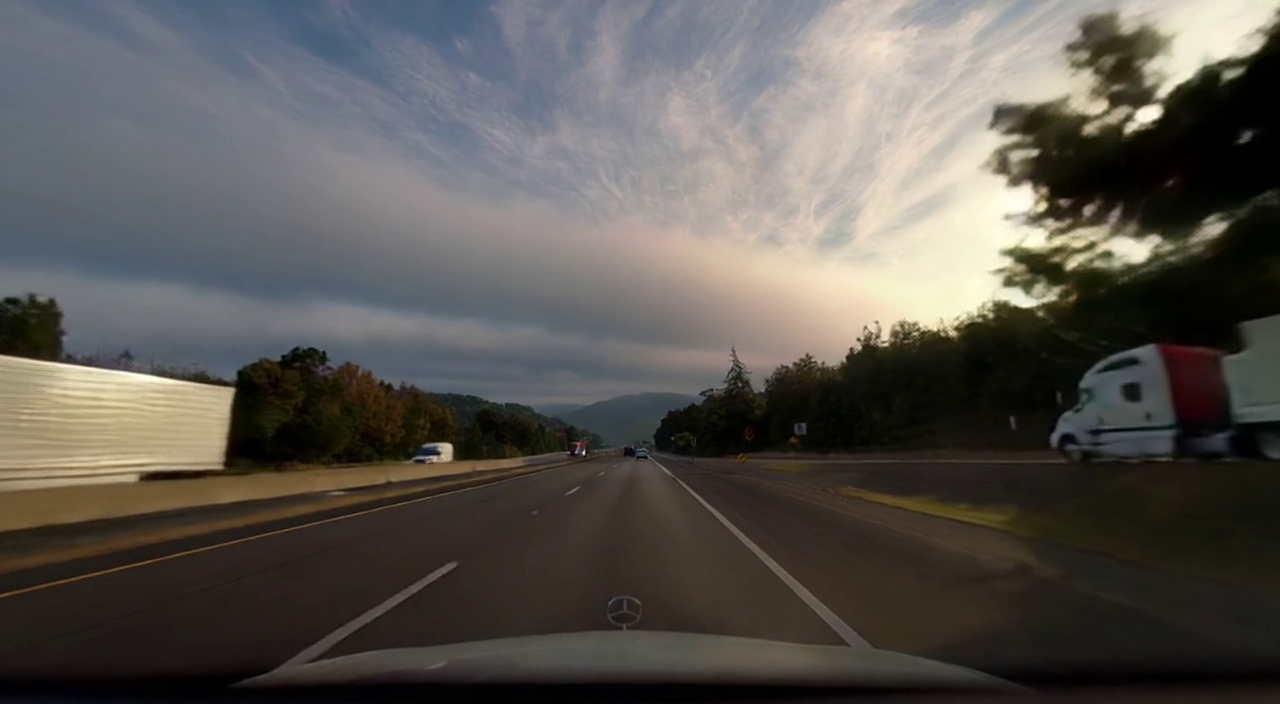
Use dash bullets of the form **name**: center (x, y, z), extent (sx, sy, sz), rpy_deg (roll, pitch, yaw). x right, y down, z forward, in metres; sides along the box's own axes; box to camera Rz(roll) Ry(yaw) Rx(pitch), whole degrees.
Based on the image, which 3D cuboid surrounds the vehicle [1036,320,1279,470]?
- **vehicle**: center (18.209, 1.705, 20.304), extent (3.038, 3.945, 10.598), rpy_deg (1, -9, -6)
